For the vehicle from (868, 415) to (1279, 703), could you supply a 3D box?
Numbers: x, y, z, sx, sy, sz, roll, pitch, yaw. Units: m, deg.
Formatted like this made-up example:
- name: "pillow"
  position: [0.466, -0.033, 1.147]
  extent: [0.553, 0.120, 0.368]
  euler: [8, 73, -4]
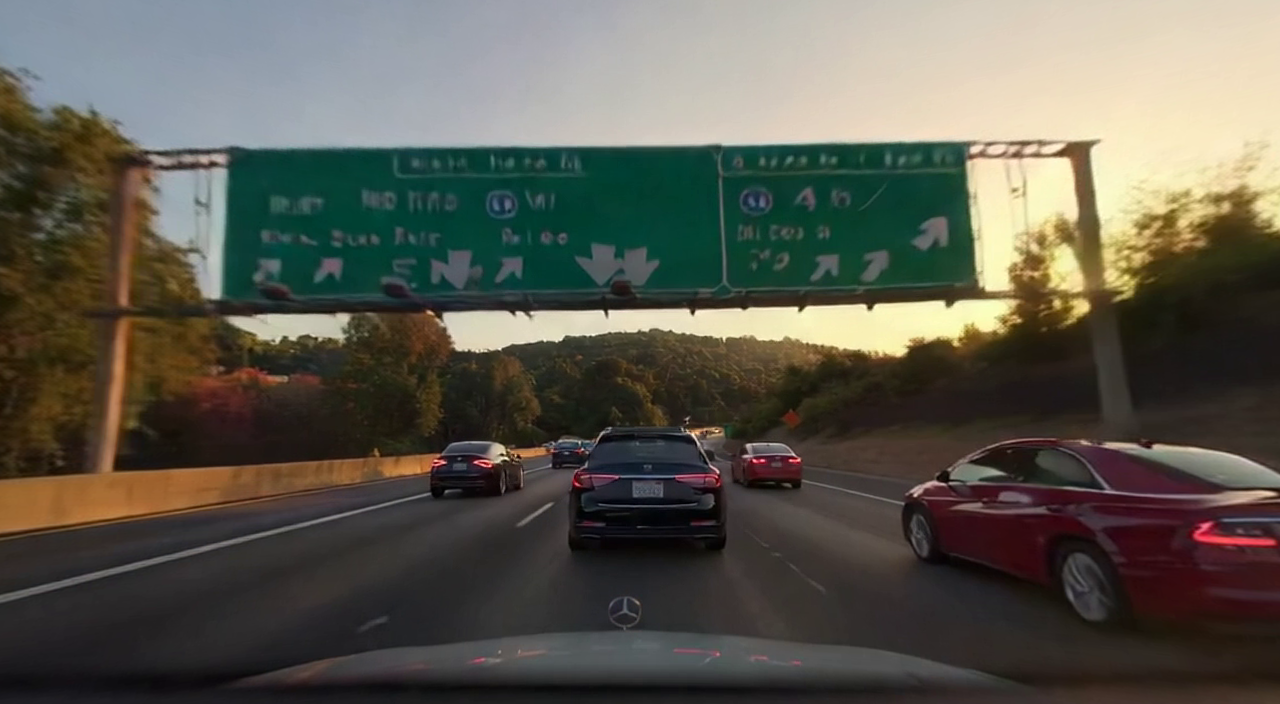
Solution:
- name: "vehicle"
  position: [3.716, 1.362, 5.170]
  extent: [1.953, 1.434, 4.511]
  euler: [0, -9, -1]

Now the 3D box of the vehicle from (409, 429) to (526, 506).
- name: "vehicle"
  position: [-4.245, 2.906, 16.182]
  extent: [1.890, 1.708, 3.844]
  euler: [0, -9, 0]

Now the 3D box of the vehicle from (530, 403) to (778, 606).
- name: "vehicle"
  position: [0.079, 1.579, 7.296]
  extent: [2.093, 1.695, 3.782]
  euler: [0, -9, -1]
